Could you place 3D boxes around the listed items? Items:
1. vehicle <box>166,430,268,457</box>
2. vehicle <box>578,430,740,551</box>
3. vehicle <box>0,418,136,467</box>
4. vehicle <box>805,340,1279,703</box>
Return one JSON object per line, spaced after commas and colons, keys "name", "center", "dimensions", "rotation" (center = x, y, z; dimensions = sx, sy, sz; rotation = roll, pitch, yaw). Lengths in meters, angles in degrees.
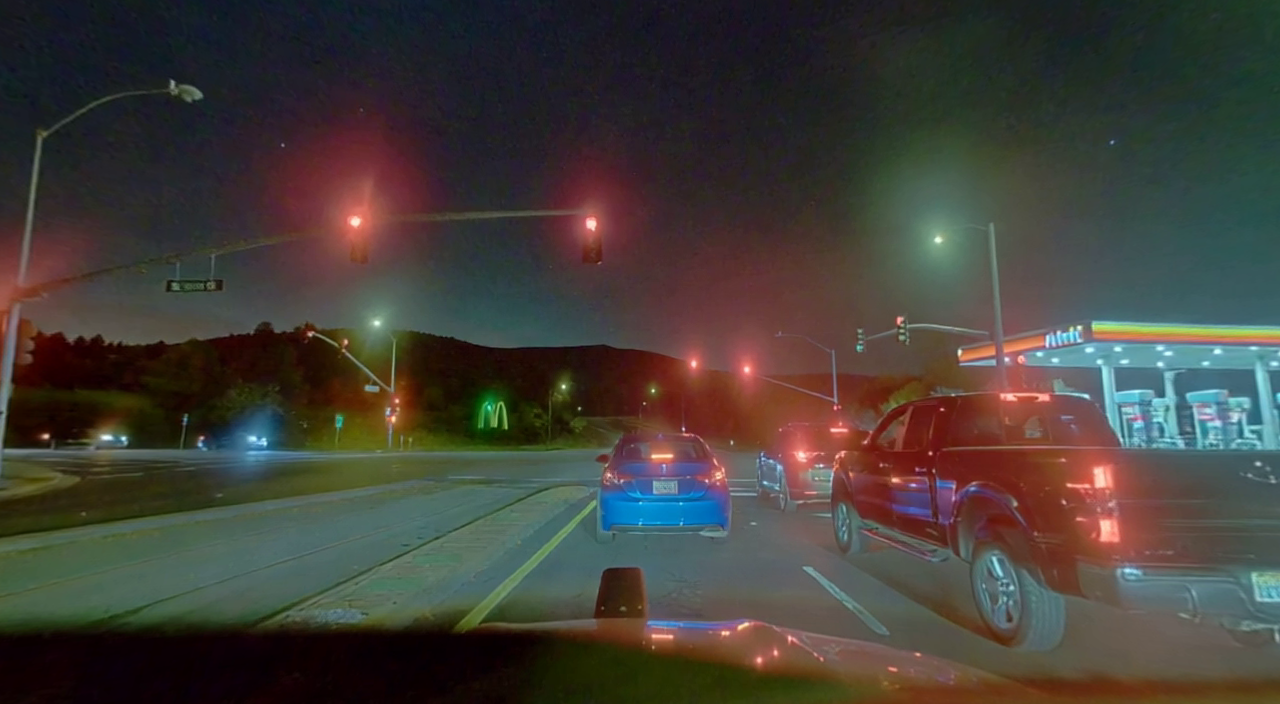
{"name": "vehicle", "center": [-23.098, 5.032, 34.487], "dimensions": [4.326, 1.420, 1.798], "rotation": [-1, -8, 4]}
{"name": "vehicle", "center": [0.231, 2.016, 9.869], "dimensions": [2.027, 1.494, 3.824], "rotation": [0, -8, 0]}
{"name": "vehicle", "center": [-21.972, 3.360, 23.451], "dimensions": [4.742, 1.720, 2.107], "rotation": [-1, -8, 4]}
{"name": "vehicle", "center": [3.560, 1.311, 6.130], "dimensions": [2.277, 1.871, 6.143], "rotation": [0, -8, 0]}
